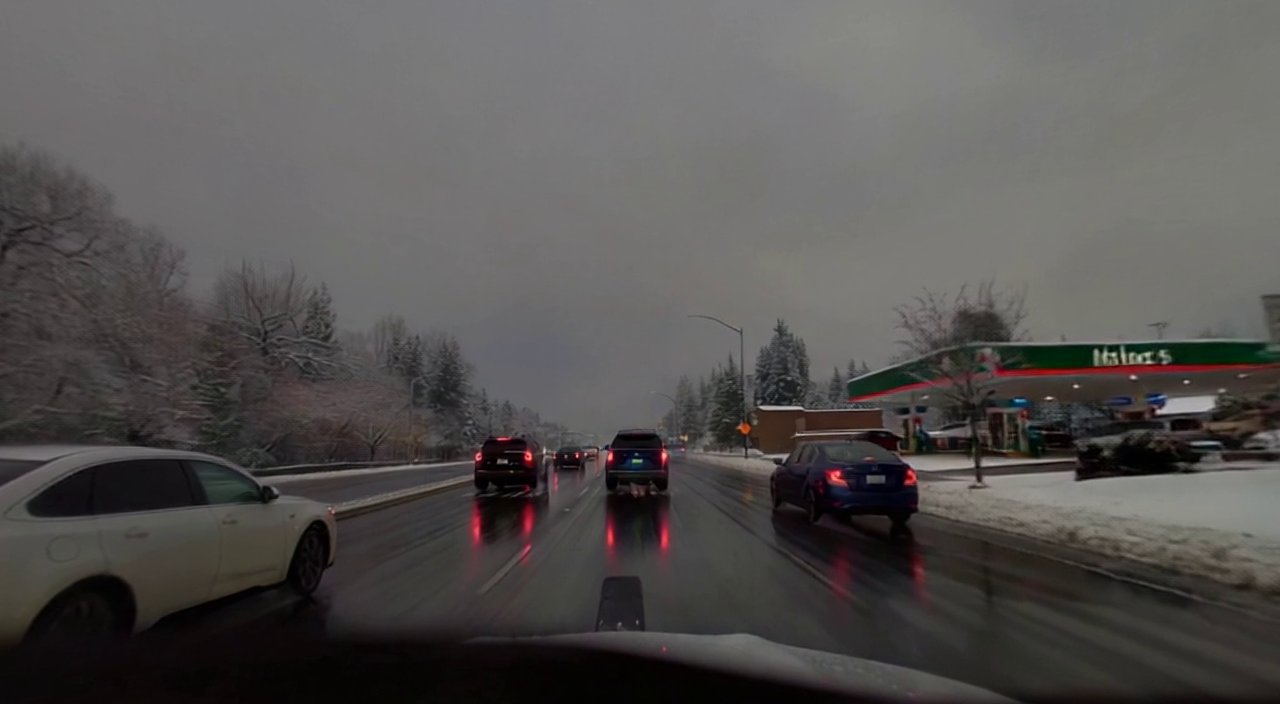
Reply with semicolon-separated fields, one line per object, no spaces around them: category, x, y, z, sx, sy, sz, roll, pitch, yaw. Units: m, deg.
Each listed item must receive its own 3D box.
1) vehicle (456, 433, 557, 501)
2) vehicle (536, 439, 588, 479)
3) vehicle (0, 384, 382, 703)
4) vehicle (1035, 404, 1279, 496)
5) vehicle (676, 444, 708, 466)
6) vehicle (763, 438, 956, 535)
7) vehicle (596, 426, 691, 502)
vehicle;-3.649;3.209;18.086;1.932;1.695;4.150;0;-8;1
vehicle;-3.471;4.865;28.882;1.871;1.673;3.920;0;-8;0
vehicle;-3.581;1.195;4.401;1.864;1.574;4.031;0;-8;0
vehicle;11.634;2.247;14.635;1.918;1.765;4.668;0;-8;0
vehicle;3.778;7.591;46.761;1.926;1.522;3.852;0;-8;-1
vehicle;3.803;2.391;11.966;1.888;1.456;4.589;0;-8;-2
vehicle;0.063;3.032;17.462;2.279;1.803;4.254;0;-8;-1
